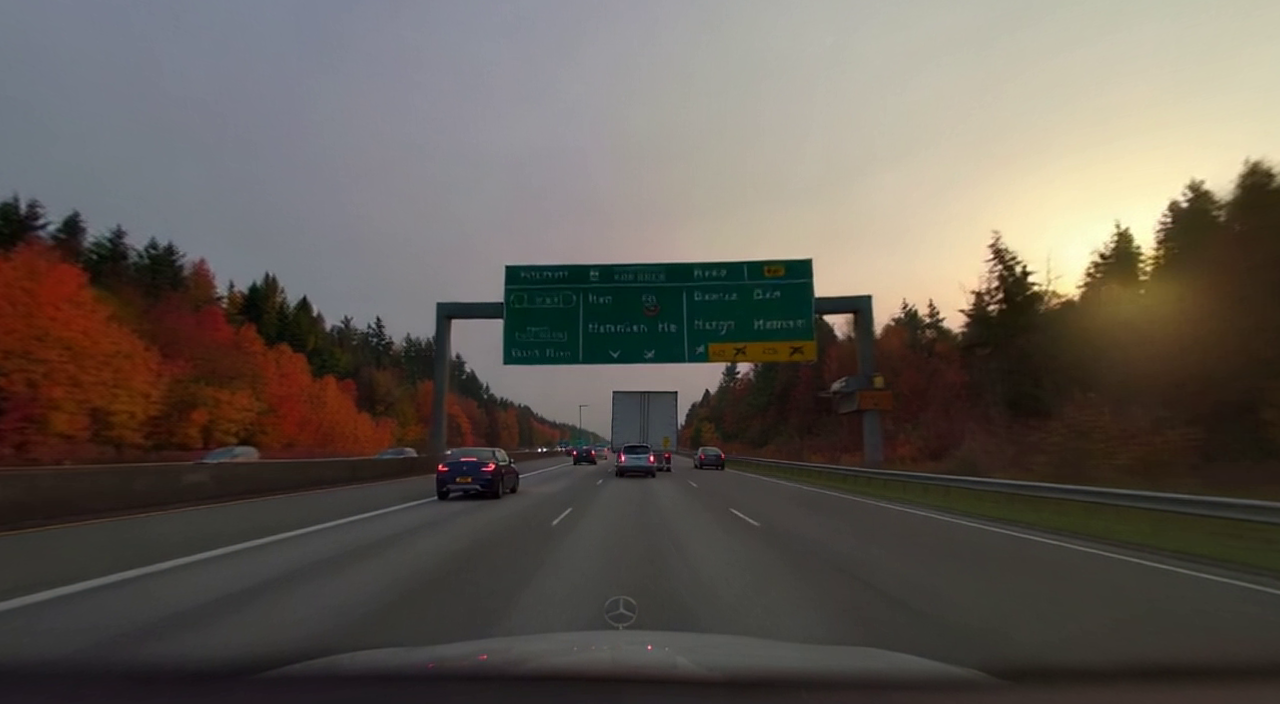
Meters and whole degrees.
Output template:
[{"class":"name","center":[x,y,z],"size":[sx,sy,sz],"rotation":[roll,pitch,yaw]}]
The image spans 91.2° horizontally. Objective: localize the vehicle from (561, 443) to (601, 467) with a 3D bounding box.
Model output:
[{"class":"vehicle","center":[-4.371,7.754,47.174],"size":[2.545,1.679,4.267],"rotation":[0,-9,0]}]

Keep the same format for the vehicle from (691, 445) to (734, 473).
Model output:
[{"class":"vehicle","center":[4.262,6.349,37.457],"size":[2.035,1.571,4.413],"rotation":[0,-9,0]}]

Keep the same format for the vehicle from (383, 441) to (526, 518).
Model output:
[{"class":"vehicle","center":[-4.024,2.821,14.410],"size":[2.017,1.469,4.113],"rotation":[0,-9,0]}]

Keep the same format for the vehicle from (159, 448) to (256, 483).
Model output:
[{"class":"vehicle","center":[-22.094,5.782,32.255],"size":[1.919,1.671,4.274],"rotation":[0,-9,0]}]

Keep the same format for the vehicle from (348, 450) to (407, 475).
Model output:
[{"class":"vehicle","center":[-18.063,7.599,43.343],"size":[2.003,1.593,4.777],"rotation":[0,-9,0]}]

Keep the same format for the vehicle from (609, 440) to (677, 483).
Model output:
[{"class":"vehicle","center":[0.092,4.591,26.548],"size":[2.634,1.679,4.070],"rotation":[0,-9,0]}]
